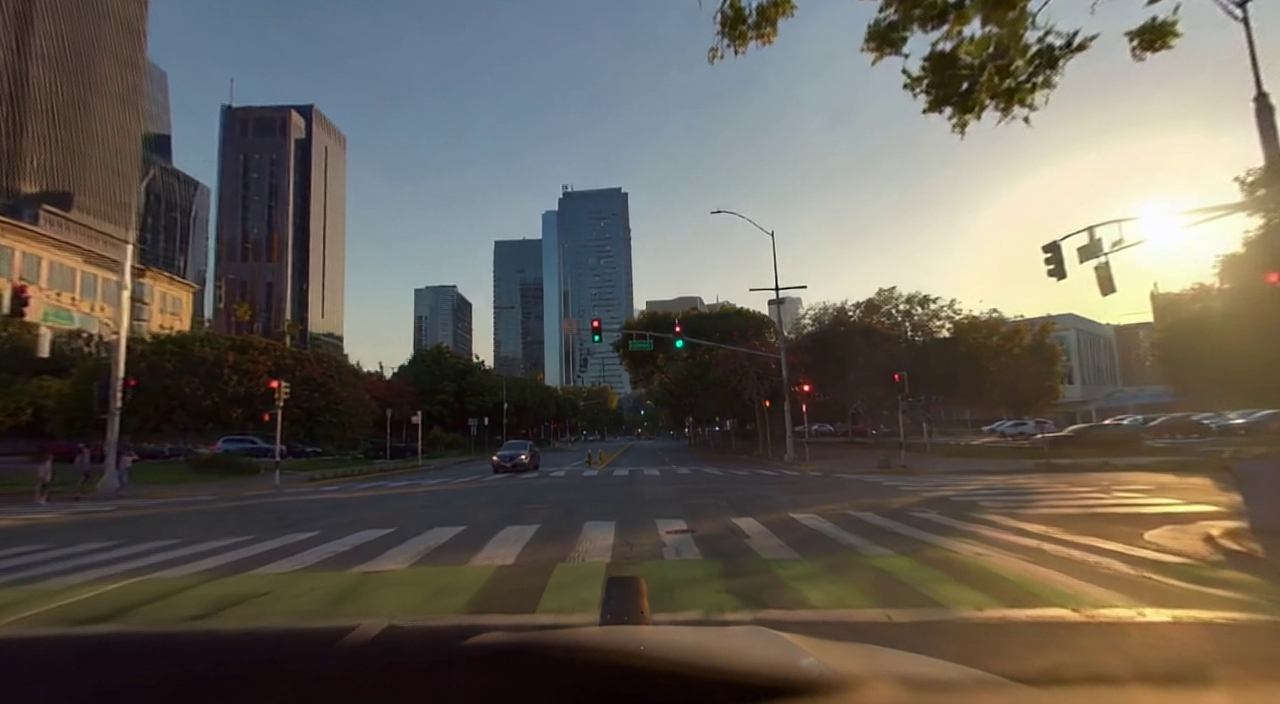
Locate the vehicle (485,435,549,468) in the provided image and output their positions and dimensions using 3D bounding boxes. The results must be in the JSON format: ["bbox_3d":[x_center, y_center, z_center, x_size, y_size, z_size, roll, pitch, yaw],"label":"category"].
[{"bbox_3d":[-5.767,4.714,30.115,2.127,1.473,4.428,0,-8,1],"label":"vehicle"}]
